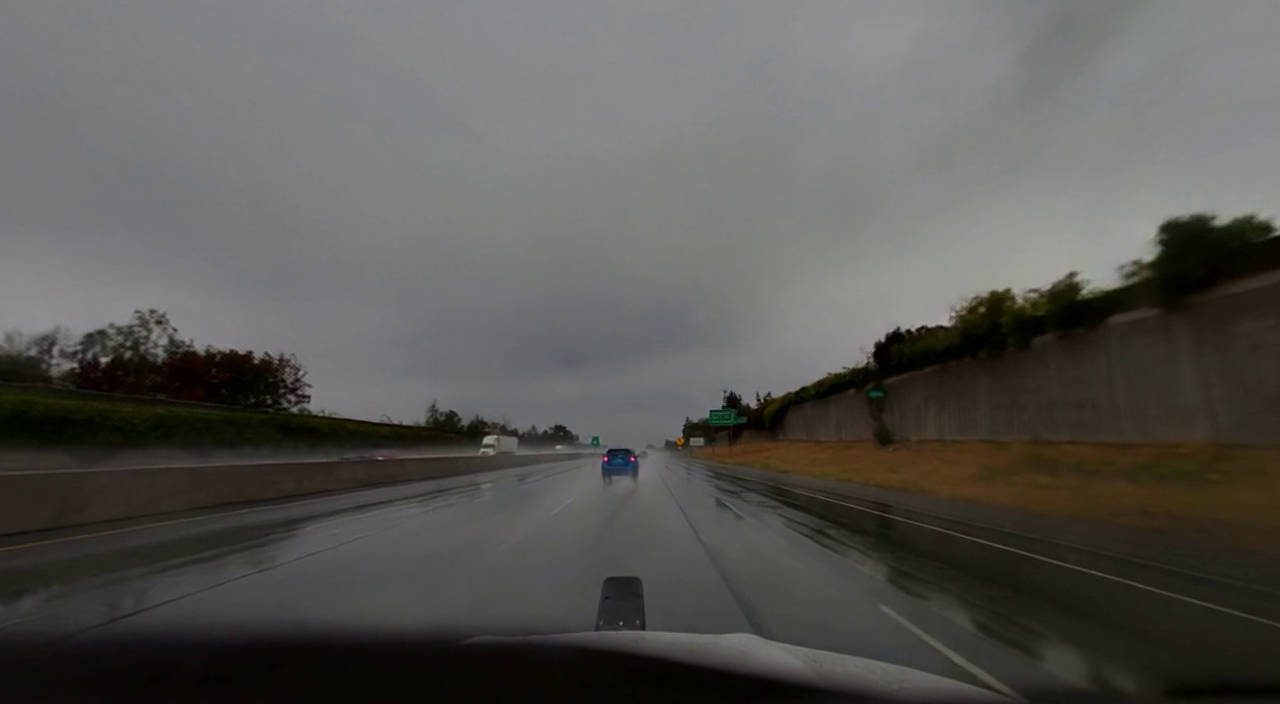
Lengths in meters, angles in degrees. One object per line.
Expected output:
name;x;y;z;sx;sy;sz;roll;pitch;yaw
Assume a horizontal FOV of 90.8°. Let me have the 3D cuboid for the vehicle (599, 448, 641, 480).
vehicle;-0.946;5.612;31.865;1.908;1.515;3.871;0;-9;1
